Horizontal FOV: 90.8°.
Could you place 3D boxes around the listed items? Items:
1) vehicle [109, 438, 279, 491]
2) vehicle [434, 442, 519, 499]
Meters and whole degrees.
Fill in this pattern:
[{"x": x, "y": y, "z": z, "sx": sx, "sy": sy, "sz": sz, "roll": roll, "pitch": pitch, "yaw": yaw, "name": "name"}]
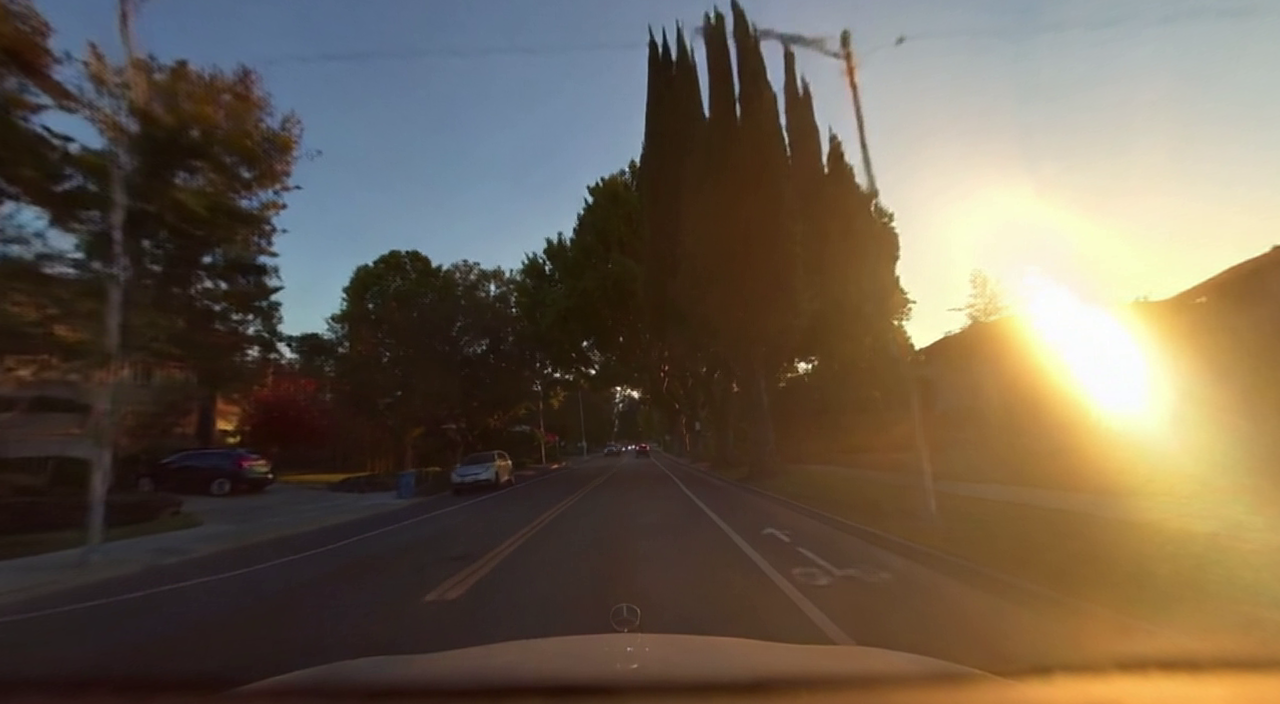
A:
[{"x": -15.675, "y": 3.962, "z": 22.334, "sx": 4.735, "sy": 1.712, "sz": 1.992, "roll": -2, "pitch": -9, "yaw": 9, "name": "vehicle"}, {"x": -6.610, "y": 4.839, "z": 26.115, "sx": 2.176, "sy": 1.885, "sz": 5.174, "roll": -5, "pitch": -10, "yaw": -2, "name": "vehicle"}]
